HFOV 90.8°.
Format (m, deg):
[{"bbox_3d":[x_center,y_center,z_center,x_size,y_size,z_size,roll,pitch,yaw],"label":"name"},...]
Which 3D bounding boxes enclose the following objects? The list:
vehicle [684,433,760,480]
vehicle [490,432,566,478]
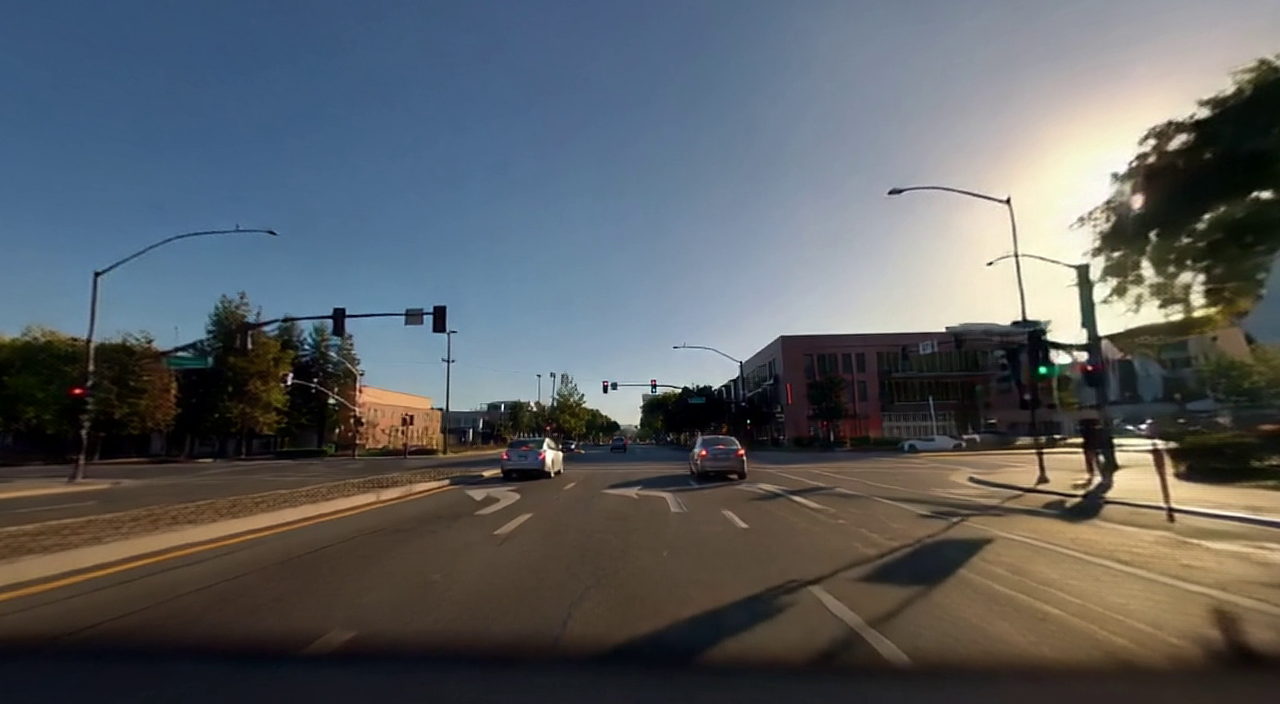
[{"bbox_3d":[2.875,3.830,23.338,2.130,1.524,4.722,0,-9,-1],"label":"vehicle"},{"bbox_3d":[-4.062,3.849,23.742,1.973,1.526,4.533,0,-9,1],"label":"vehicle"}]
